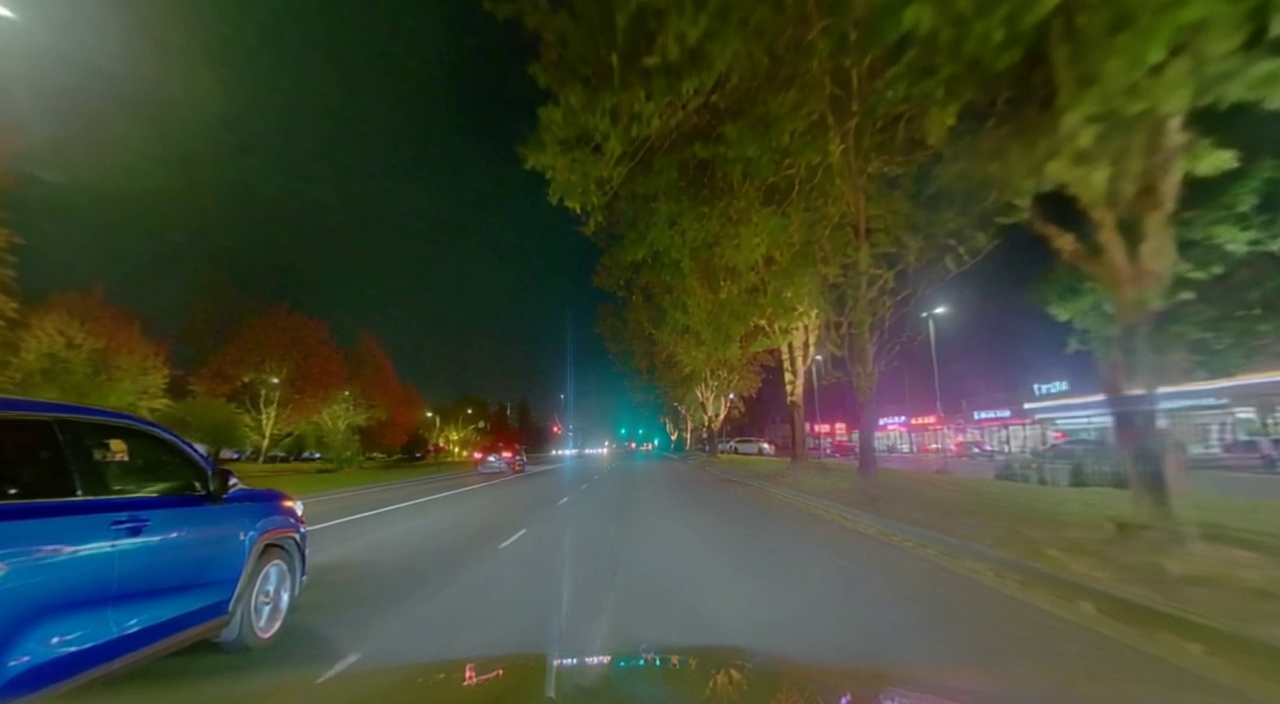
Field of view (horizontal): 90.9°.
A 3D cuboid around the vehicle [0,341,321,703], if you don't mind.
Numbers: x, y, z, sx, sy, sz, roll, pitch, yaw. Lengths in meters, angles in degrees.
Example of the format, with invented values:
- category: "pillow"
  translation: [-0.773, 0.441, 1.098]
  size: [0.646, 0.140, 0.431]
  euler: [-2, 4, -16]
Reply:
- category: "vehicle"
  translation: [-3.312, 0.807, 2.265]
  size: [2.127, 1.654, 4.121]
  euler: [0, -8, 0]

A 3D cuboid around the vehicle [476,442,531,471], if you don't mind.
- category: "vehicle"
  translation: [-7.465, 5.740, 34.927]
  size: [1.990, 1.483, 4.410]
  euler: [0, -8, 1]
